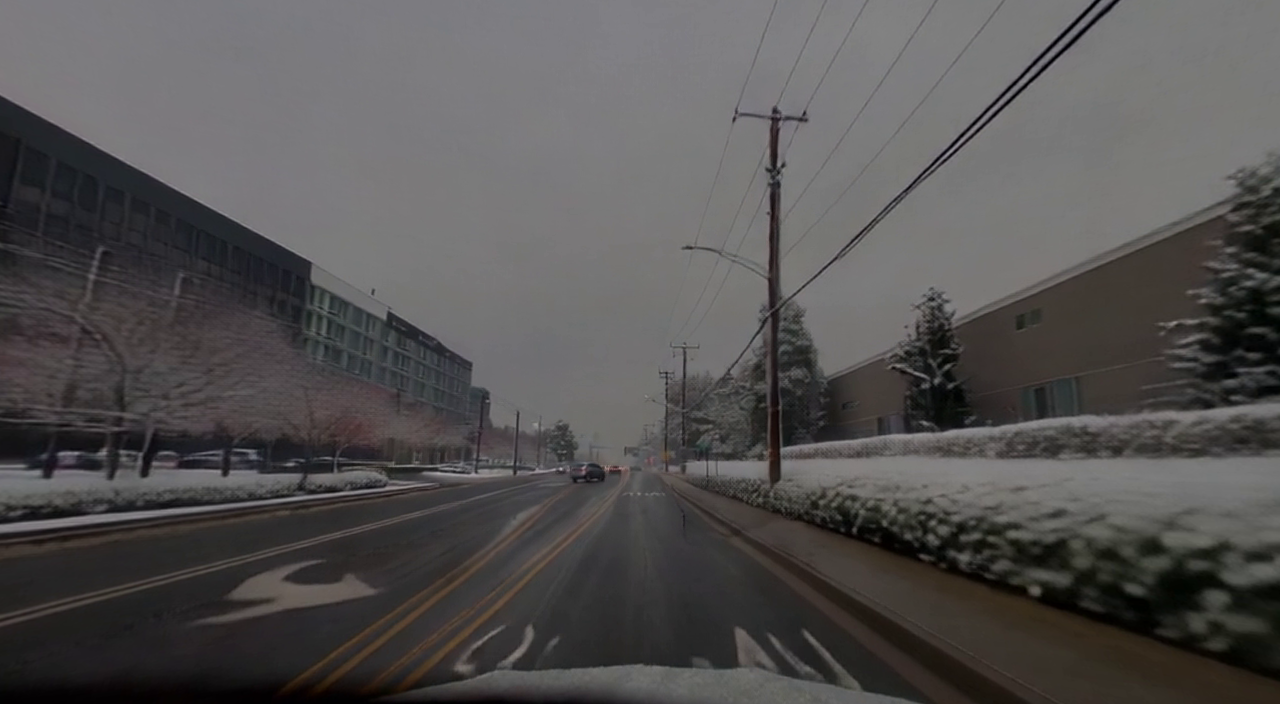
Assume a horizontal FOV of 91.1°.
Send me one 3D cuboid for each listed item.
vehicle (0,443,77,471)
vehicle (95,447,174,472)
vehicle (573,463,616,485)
[{"bbox_3d":[-32.815,5.687,33.854,3.977,1.439,1.775,-3,-11,20],"label":"vehicle"},{"bbox_3d":[-31.007,6.581,38.521,3.795,1.474,1.828,-3,-11,18],"label":"vehicle"},{"bbox_3d":[-3.483,9.523,49.097,2.067,1.629,3.858,-3,-11,18],"label":"vehicle"}]
